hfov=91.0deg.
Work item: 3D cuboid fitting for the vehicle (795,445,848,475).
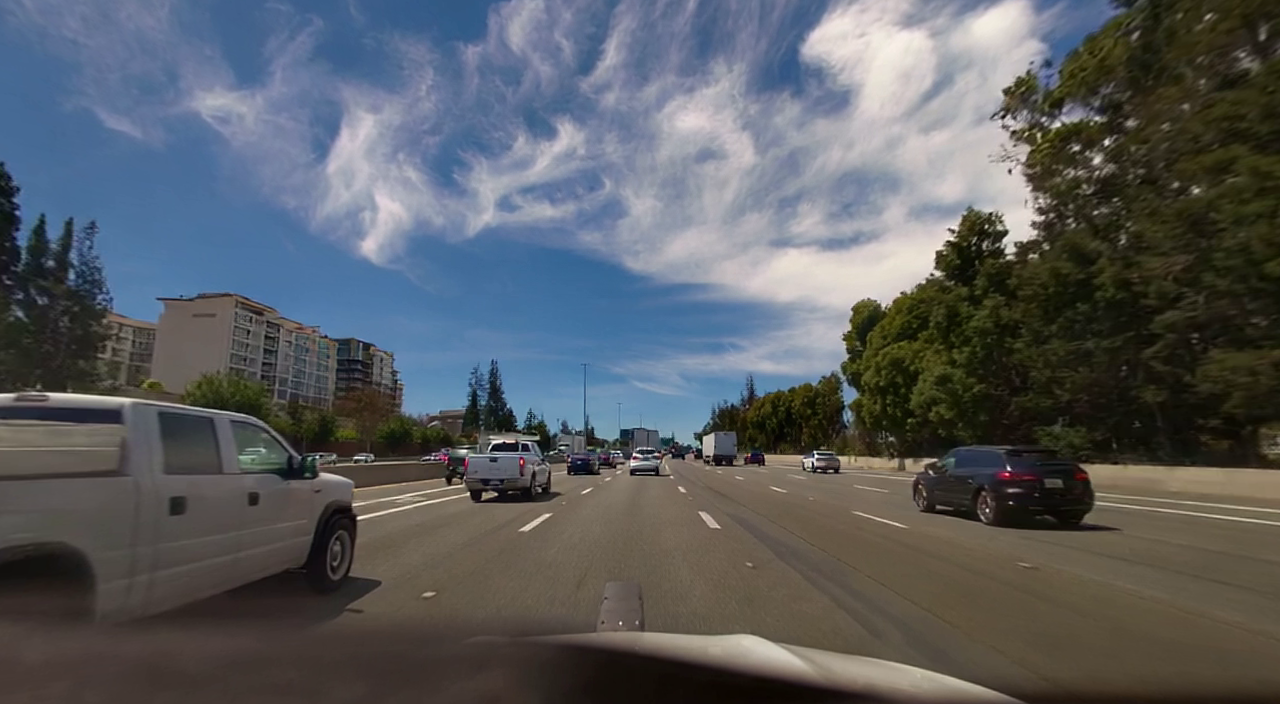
[{"bbox_3d":[10.975,6.560,38.456,1.988,1.676,4.262,0,-9,0],"label":"vehicle"}]

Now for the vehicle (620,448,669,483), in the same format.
[{"bbox_3d":[0.200,5.111,28.659,2.053,1.461,3.941,0,-9,1],"label":"vehicle"}]

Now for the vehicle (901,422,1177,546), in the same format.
[{"bbox_3d":[6.581,2.214,11.160,1.992,1.745,4.329,0,-9,0],"label":"vehicle"}]

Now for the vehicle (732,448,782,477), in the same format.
[{"bbox_3d":[6.346,6.021,34.481,1.895,1.488,4.254,0,-9,0],"label":"vehicle"}]

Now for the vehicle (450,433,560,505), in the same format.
[{"bbox_3d":[-3.559,3.198,17.563,2.012,1.734,4.510,0,-9,1],"label":"vehicle"}]

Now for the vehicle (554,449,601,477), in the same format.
[{"bbox_3d":[-3.312,6.009,34.363,2.025,1.449,4.190,0,-9,1],"label":"vehicle"}]

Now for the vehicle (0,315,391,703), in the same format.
[{"bbox_3d":[-3.481,0.949,3.427,2.234,1.809,4.768,0,-9,0],"label":"vehicle"}]
